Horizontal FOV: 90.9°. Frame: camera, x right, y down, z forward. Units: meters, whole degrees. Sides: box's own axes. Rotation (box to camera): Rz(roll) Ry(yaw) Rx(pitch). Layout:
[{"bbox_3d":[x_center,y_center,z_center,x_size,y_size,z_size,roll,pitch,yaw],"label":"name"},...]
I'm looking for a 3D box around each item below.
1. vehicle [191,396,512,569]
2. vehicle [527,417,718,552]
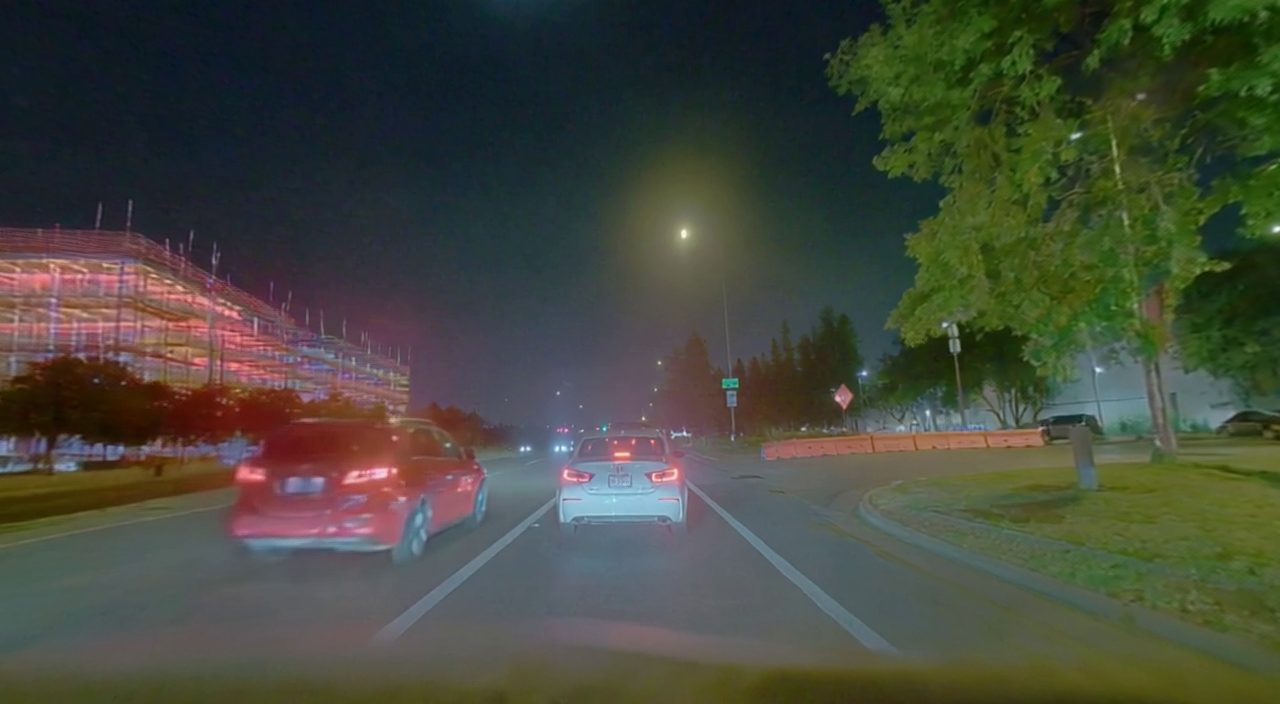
[{"bbox_3d":[-3.269,1.591,8.388,2.139,1.680,4.344,0,-8,1],"label":"vehicle"},{"bbox_3d":[-0.194,1.777,9.120,2.112,1.482,4.076,0,-8,0],"label":"vehicle"}]
